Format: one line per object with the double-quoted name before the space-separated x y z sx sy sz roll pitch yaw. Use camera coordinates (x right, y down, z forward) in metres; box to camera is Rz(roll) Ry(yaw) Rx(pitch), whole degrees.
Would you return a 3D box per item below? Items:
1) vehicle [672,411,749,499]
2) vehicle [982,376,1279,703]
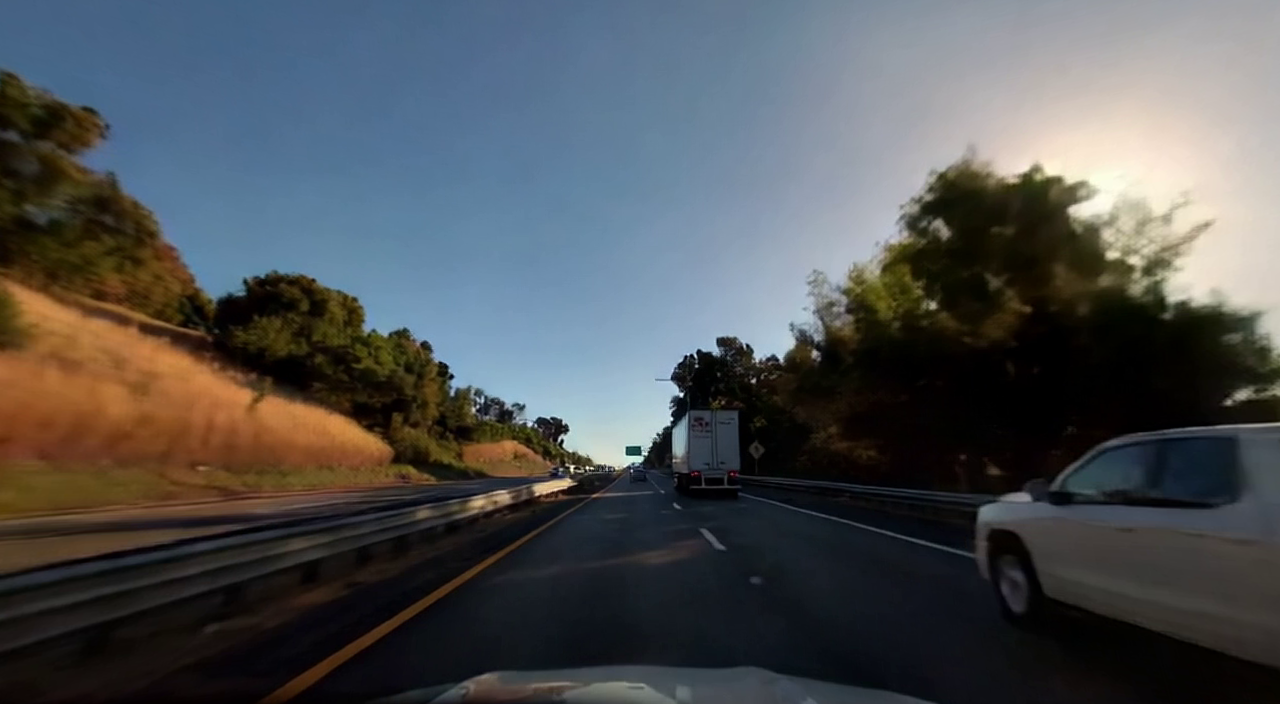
"vehicle" 3.687 6.121 36.773 2.863 4.088 14.040 1 -10 0
"vehicle" 3.447 0.873 1.959 2.124 1.662 4.641 1 -10 0
